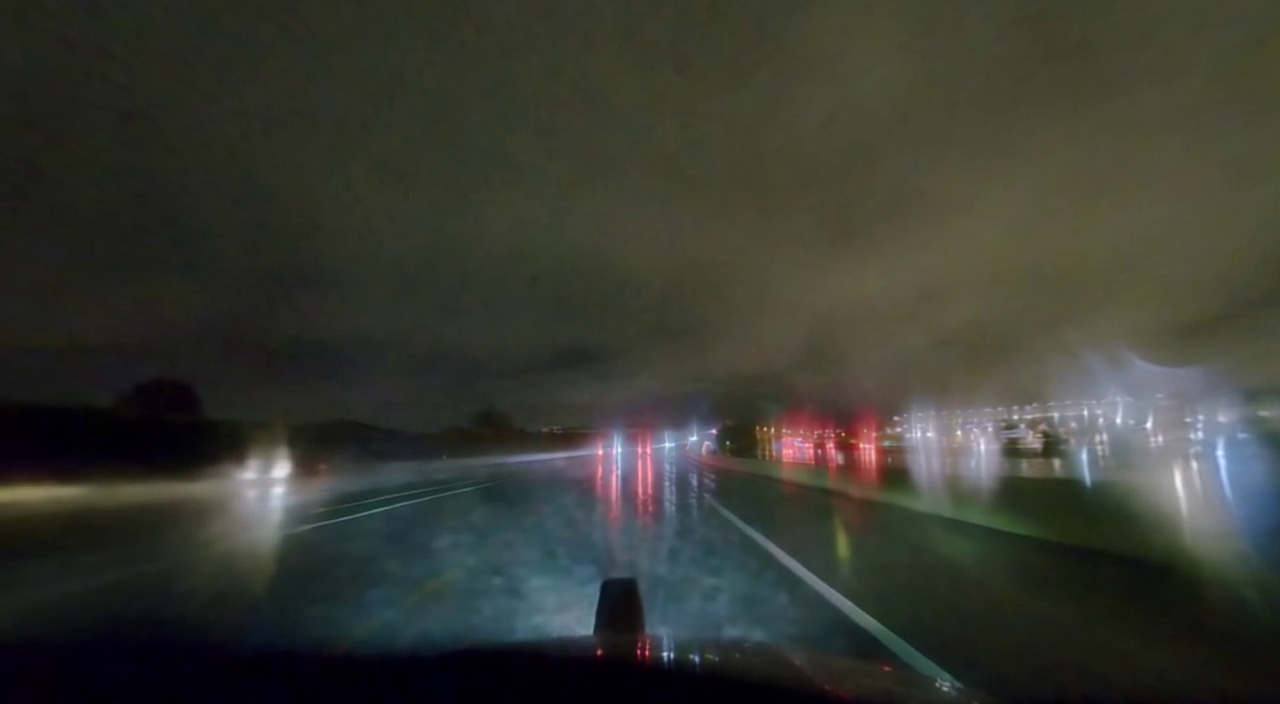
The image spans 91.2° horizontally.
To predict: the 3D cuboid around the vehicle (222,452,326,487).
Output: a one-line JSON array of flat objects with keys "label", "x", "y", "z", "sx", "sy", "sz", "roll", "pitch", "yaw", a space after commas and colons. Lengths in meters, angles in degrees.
[{"label": "vehicle", "x": -16.997, "y": 5.453, "z": 29.427, "sx": 2.097, "sy": 1.498, "sz": 4.604, "roll": -1, "pitch": -9, "yaw": 1}]
